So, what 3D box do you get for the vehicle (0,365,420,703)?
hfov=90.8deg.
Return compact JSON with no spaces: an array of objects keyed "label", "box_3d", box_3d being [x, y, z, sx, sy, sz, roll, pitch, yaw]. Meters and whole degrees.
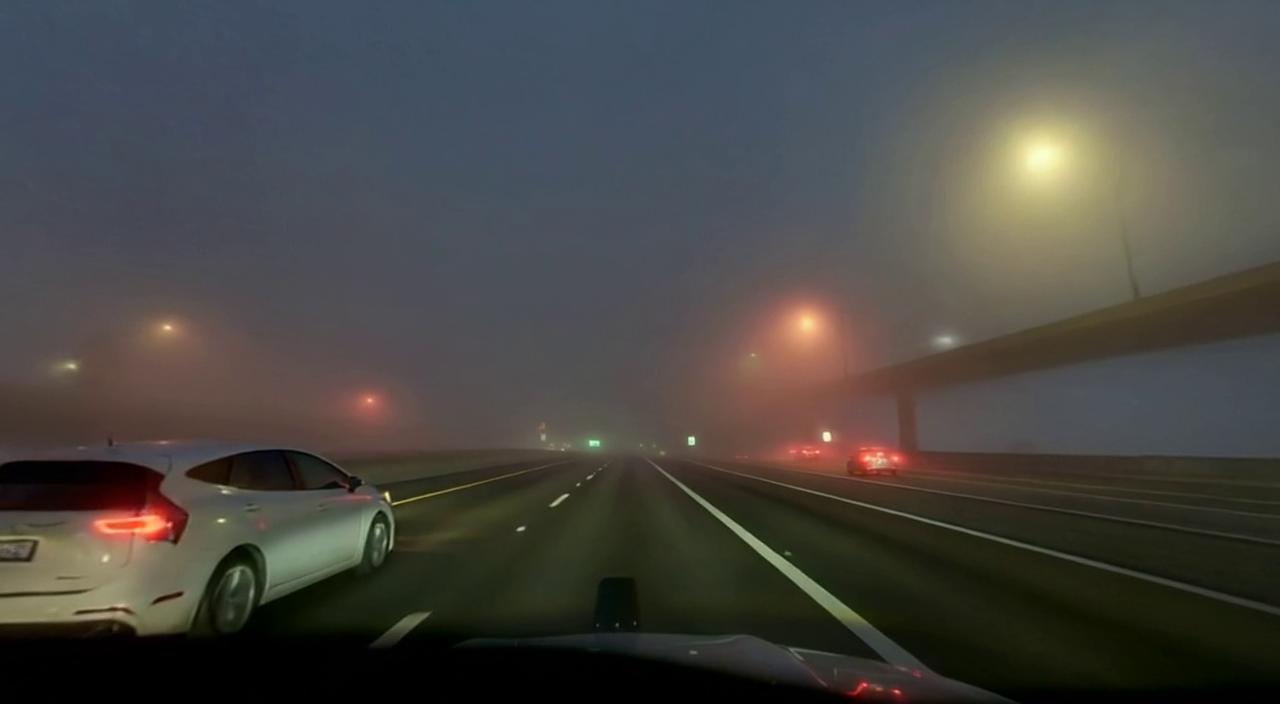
[{"label":"vehicle","box_3d":[-3.561,1.218,4.894,2.178,1.699,4.321,0,-8,-1]}]
